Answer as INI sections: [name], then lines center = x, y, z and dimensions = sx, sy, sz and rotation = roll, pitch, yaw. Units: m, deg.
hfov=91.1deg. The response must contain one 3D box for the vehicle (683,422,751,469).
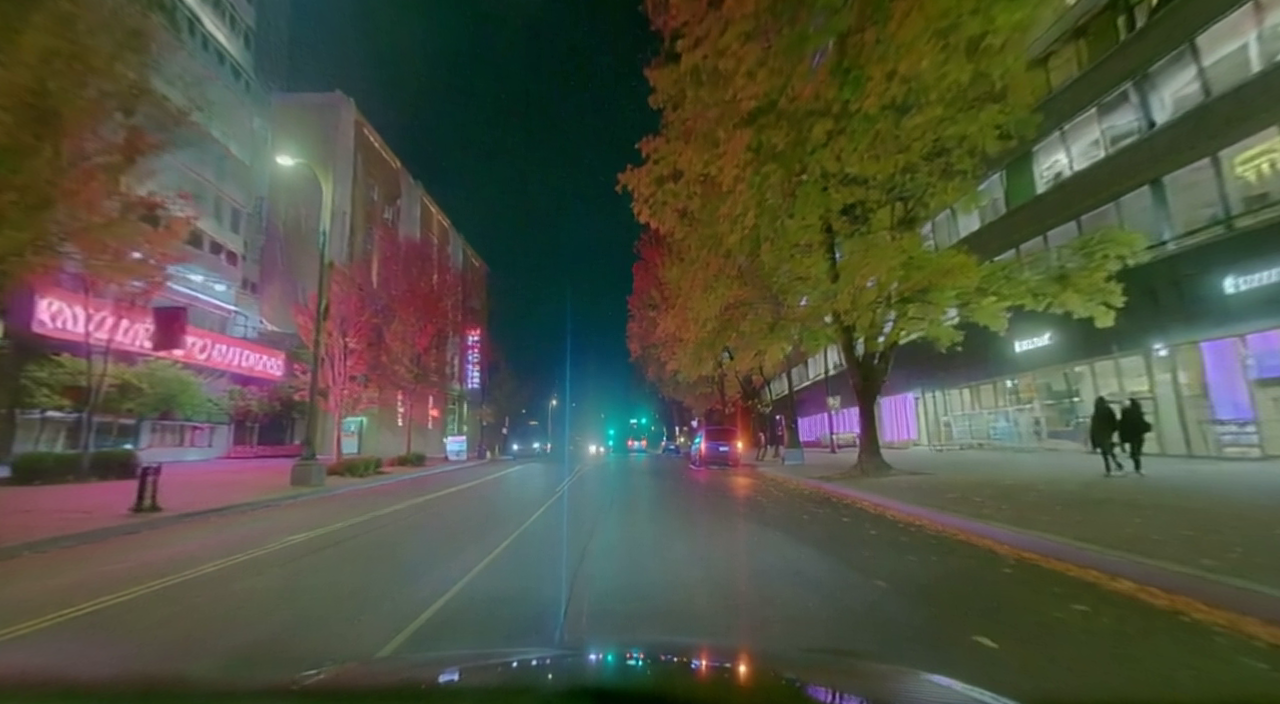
[vehicle]
center = 3.444, 4.276, 29.122
dimensions = 2.357, 1.986, 5.136
rotation = 0, -7, -1
